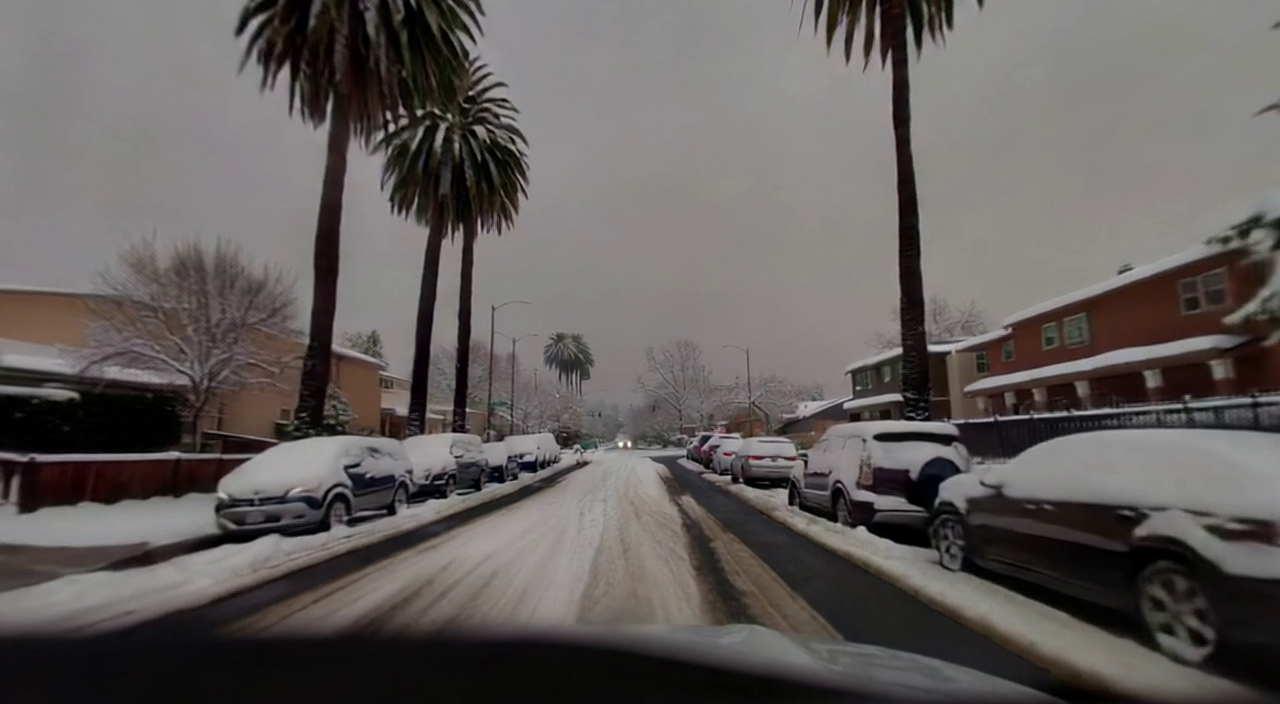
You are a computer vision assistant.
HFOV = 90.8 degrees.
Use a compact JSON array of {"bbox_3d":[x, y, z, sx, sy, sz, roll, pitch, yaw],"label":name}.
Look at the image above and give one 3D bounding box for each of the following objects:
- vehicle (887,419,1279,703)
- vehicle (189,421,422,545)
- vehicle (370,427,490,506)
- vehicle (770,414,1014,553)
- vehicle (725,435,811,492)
[{"bbox_3d":[4.035,1.393,5.211,1.870,1.506,4.897,0,-8,-2],"label":"vehicle"},{"bbox_3d":[-5.696,2.248,11.561,1.947,1.803,4.381,0,-8,-2],"label":"vehicle"},{"bbox_3d":[-5.635,3.118,17.713,1.963,1.859,4.884,0,-8,-4],"label":"vehicle"},{"bbox_3d":[3.830,2.083,10.760,2.116,1.817,4.652,0,-8,-1],"label":"vehicle"},{"bbox_3d":[4.094,3.635,20.969,1.998,1.649,4.175,0,-8,0],"label":"vehicle"}]
